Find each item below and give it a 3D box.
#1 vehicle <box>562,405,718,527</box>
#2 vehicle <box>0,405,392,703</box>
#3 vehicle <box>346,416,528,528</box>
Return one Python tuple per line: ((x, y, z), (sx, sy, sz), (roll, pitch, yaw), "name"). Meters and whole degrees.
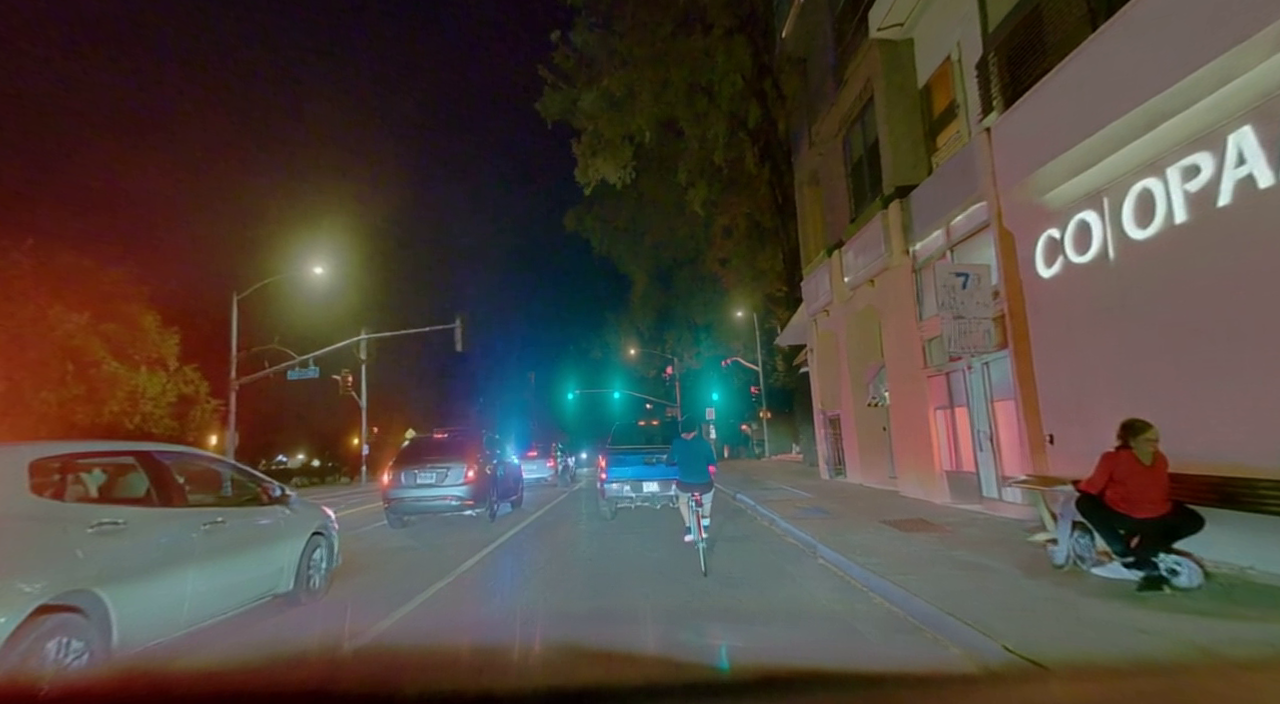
((-0.049, 2.159, 12.457), (2.426, 1.882, 5.027), (0, -9, -1), "vehicle")
((-3.584, 1.235, 4.295), (2.064, 1.486, 4.140), (0, -9, 1), "vehicle")
((-3.609, 2.237, 12.286), (2.046, 1.750, 4.452), (0, -9, 0), "vehicle")
